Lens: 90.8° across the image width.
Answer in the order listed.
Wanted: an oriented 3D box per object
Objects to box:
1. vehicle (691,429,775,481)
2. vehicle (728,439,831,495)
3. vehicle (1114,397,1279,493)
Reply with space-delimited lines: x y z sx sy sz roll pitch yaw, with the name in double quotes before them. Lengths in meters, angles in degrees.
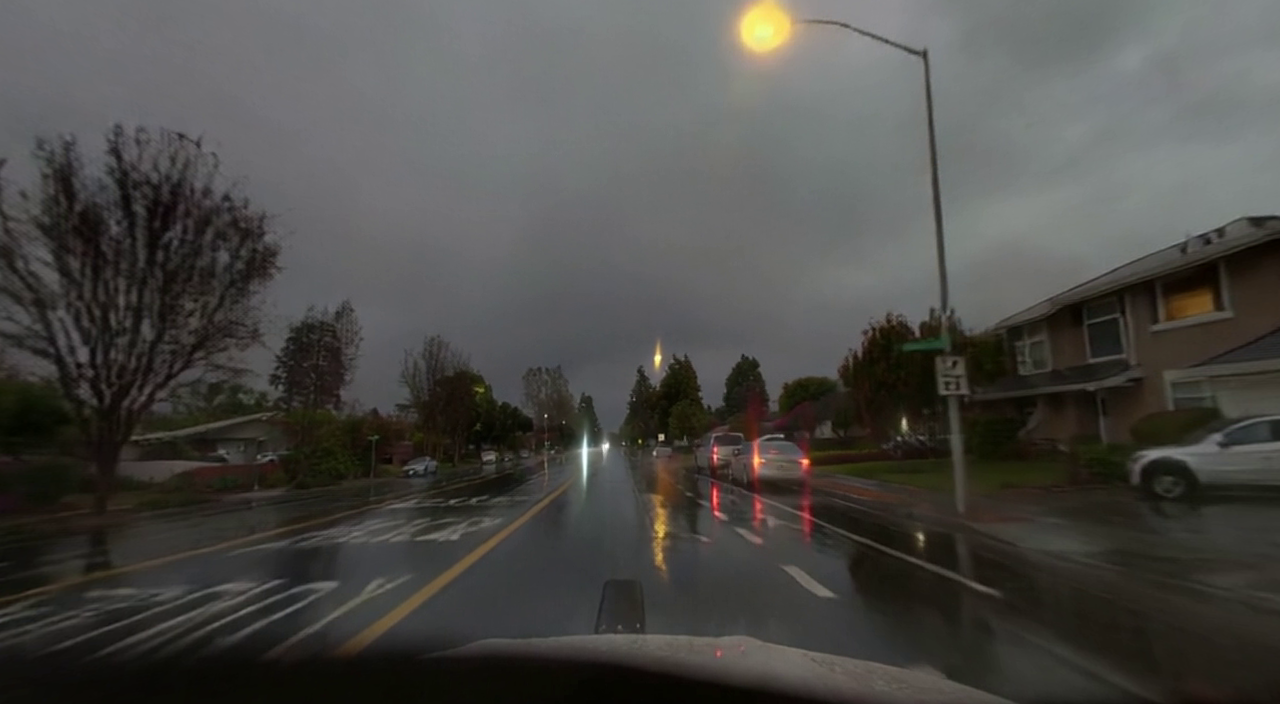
"vehicle" 3.590 4.153 25.758 2.293 1.858 5.868 0 -8 -2
"vehicle" 4.045 3.403 19.097 1.919 1.474 4.370 0 -8 -3
"vehicle" 11.505 1.685 11.463 4.492 1.619 1.849 -7 -11 37
